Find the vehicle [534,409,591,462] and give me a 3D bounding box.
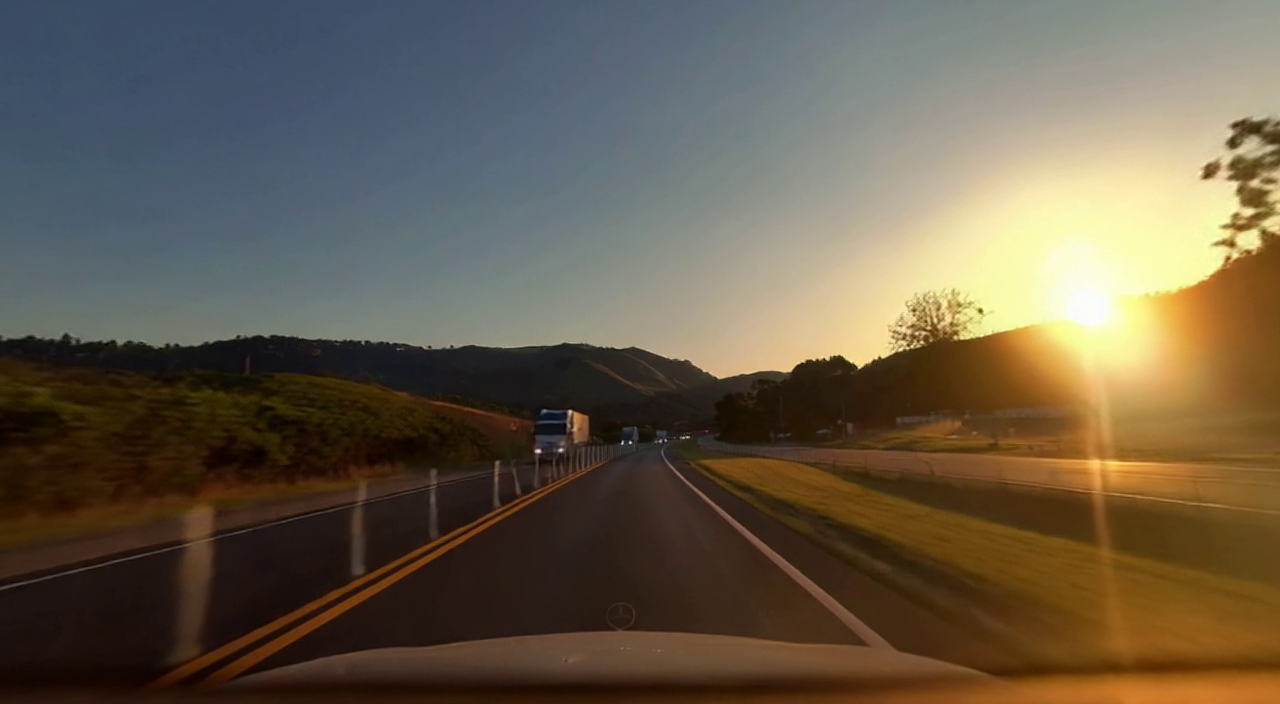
[{"bbox_3d":[-5.418,6.102,45.664,2.751,3.436,8.990,-1,-8,2],"label":"vehicle"}]
